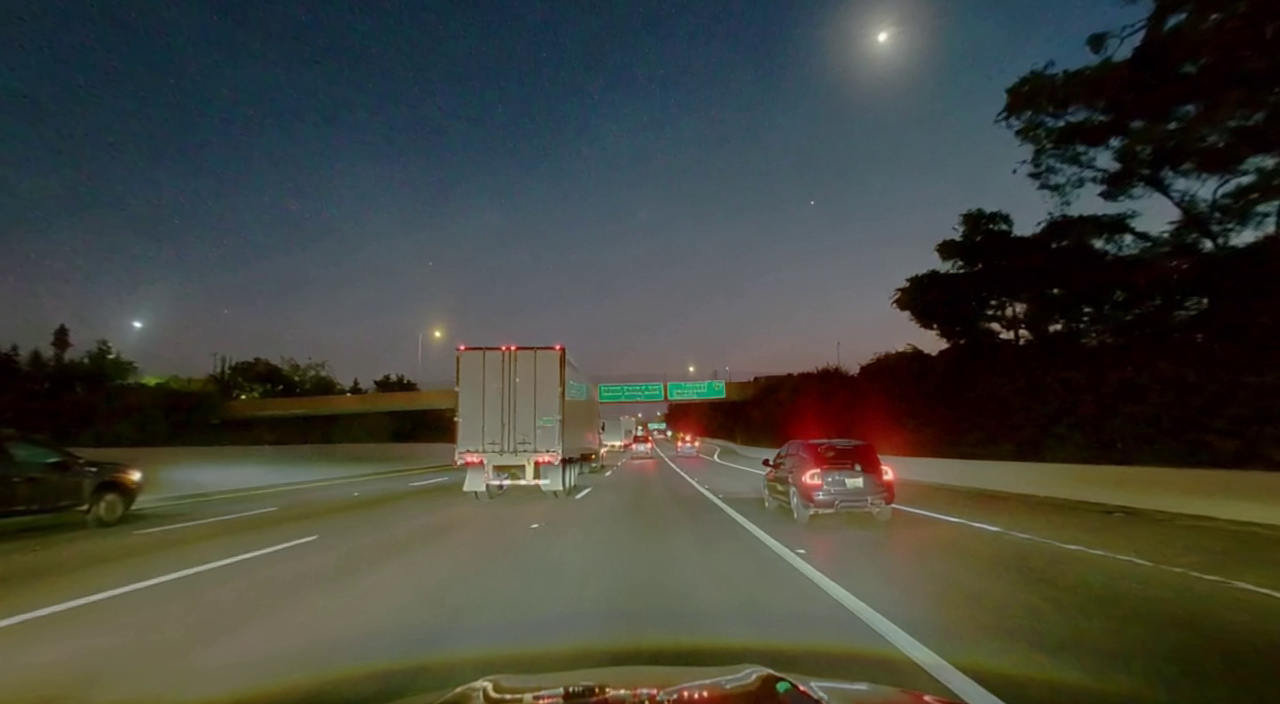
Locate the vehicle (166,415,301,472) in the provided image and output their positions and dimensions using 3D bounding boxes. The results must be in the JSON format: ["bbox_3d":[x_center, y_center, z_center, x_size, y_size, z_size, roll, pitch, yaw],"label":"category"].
[{"bbox_3d":[-28.642,6.573,45.231,2.944,3.588,9.839,0,-9,1],"label":"vehicle"}]

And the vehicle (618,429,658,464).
[{"bbox_3d":[-0.118,7.240,48.310,2.848,2.453,5.509,0,-9,1],"label":"vehicle"}]

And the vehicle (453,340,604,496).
[{"bbox_3d":[-3.361,2.870,24.464,2.869,4.108,15.564,0,-9,1],"label":"vehicle"}]

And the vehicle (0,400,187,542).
[{"bbox_3d":[-10.461,1.820,9.741,2.388,2.031,5.951,0,-9,1],"label":"vehicle"}]

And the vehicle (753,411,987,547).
[{"bbox_3d":[3.237,1.894,10.021,2.028,1.658,4.334,0,-9,-1],"label":"vehicle"}]
